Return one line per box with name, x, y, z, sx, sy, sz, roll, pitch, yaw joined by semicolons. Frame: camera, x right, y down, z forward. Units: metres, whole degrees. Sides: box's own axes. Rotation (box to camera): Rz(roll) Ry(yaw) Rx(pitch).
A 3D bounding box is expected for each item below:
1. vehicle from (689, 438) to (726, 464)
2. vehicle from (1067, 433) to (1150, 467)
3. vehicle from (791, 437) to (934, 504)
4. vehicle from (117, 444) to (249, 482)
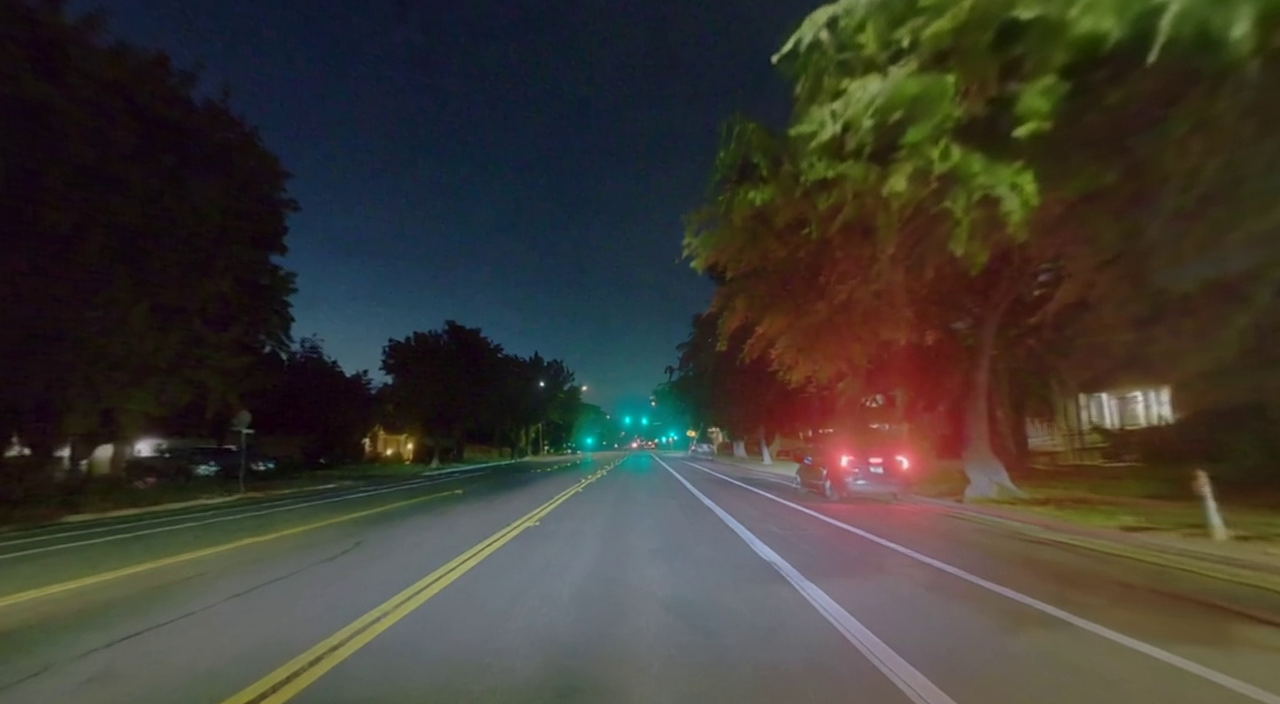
vehicle;4.854;7.217;46.037;2.105;1.772;4.757;0;-8;-1
vehicle;22.835;4.760;30.890;1.783;1.494;3.909;-3;-8;14
vehicle;5.419;2.937;16.086;1.935;1.453;4.488;0;-8;-1
vehicle;-21.657;5.271;30.022;4.610;1.721;2.019;0;-8;-1
